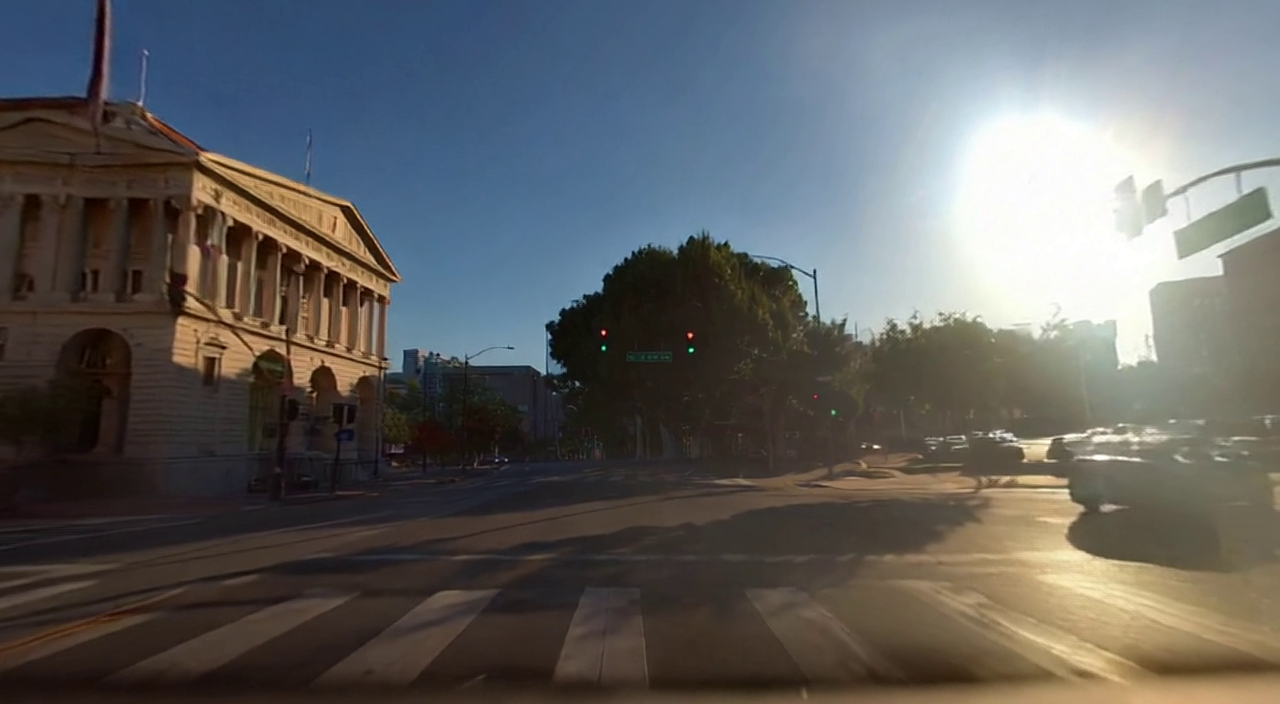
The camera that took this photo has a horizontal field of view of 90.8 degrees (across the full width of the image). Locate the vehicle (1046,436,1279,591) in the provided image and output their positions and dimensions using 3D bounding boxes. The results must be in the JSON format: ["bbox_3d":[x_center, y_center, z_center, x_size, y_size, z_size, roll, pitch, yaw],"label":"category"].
[{"bbox_3d":[6.860,1.918,8.439,2.085,1.530,4.125,-5,-10,29],"label":"vehicle"}]
